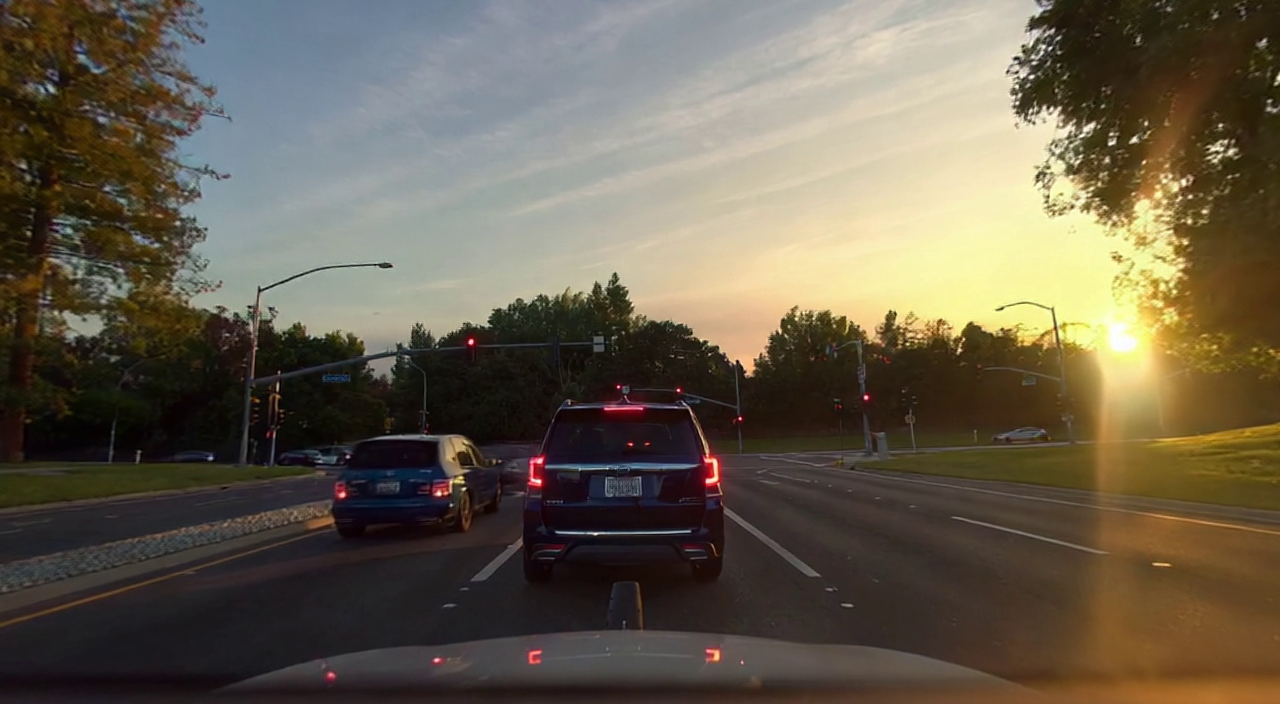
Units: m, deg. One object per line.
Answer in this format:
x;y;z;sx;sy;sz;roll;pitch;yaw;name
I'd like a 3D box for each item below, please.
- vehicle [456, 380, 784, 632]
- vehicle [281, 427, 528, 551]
-0.162;1.385;6.598;2.298;1.770;4.138;0;-8;-1;vehicle
-3.356;2.067;10.362;2.061;1.504;5.142;0;-8;0;vehicle
